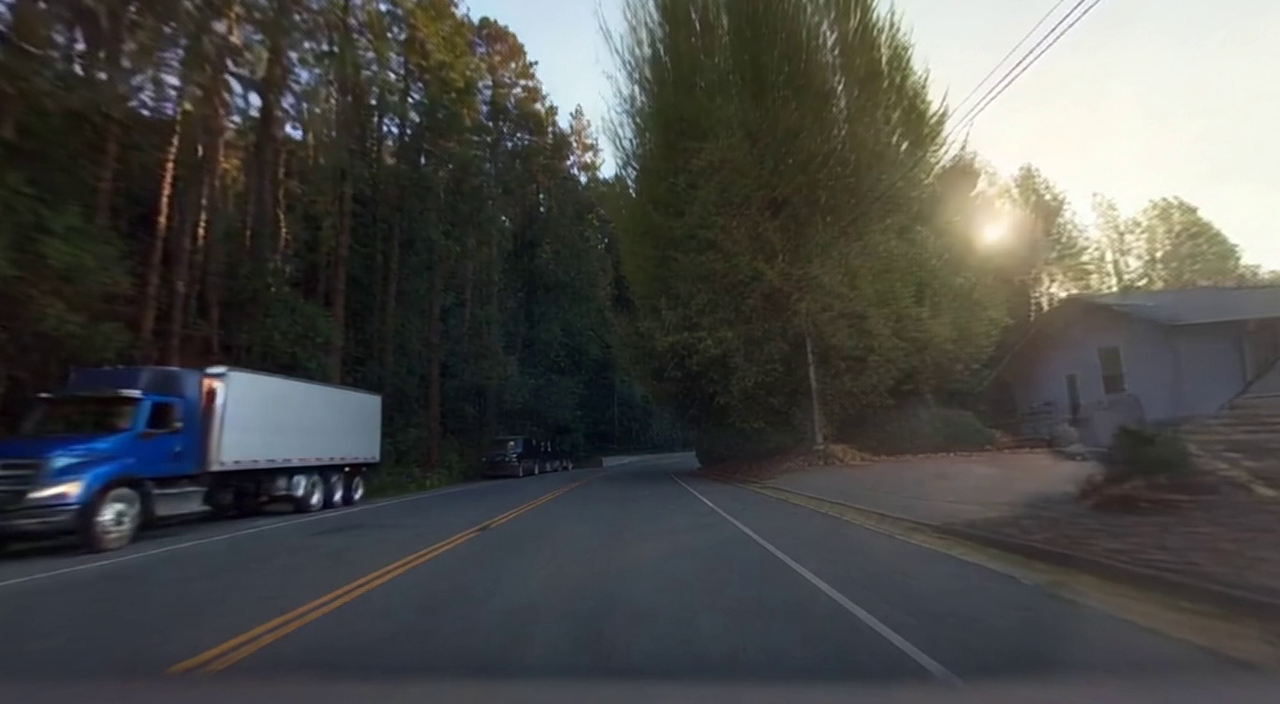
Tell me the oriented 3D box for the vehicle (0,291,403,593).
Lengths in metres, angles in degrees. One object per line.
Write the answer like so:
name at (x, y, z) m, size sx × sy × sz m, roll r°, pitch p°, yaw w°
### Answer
vehicle at (-8.093, 1.614, 12.157) m, size 2.905 × 3.359 × 10.168 m, roll 0°, pitch -7°, yaw 1°

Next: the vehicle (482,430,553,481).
vehicle at (-7.986, 6.877, 42.380) m, size 2.781 × 3.039 × 8.581 m, roll 0°, pitch -8°, yaw 2°
